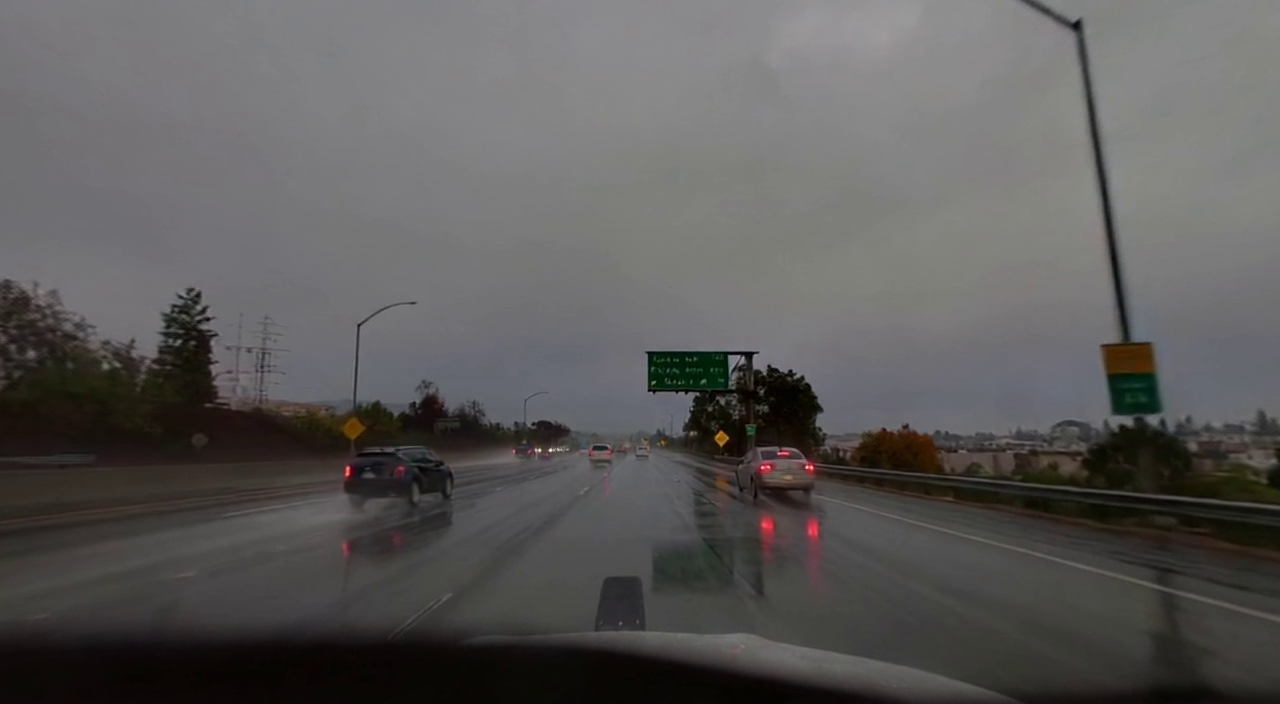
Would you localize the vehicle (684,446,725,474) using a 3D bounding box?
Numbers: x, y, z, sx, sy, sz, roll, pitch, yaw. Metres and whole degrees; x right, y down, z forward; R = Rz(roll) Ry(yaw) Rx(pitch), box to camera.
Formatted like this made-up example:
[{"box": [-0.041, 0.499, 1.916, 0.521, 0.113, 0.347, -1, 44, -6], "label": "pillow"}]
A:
[{"box": [3.752, 6.319, 37.122, 1.929, 1.485, 4.482, 0, -9, 0], "label": "vehicle"}]

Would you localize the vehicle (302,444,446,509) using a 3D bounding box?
[{"box": [-7.118, 3.353, 17.488, 1.977, 1.529, 4.616, 0, -9, 0], "label": "vehicle"}]

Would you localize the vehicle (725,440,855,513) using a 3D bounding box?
[{"box": [3.508, 2.997, 15.737, 2.126, 1.529, 4.438, 0, -9, 0], "label": "vehicle"}]

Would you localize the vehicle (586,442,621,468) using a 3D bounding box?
[{"box": [-2.788, 8.048, 49.344, 2.449, 1.929, 5.503, 0, -9, 0], "label": "vehicle"}]
